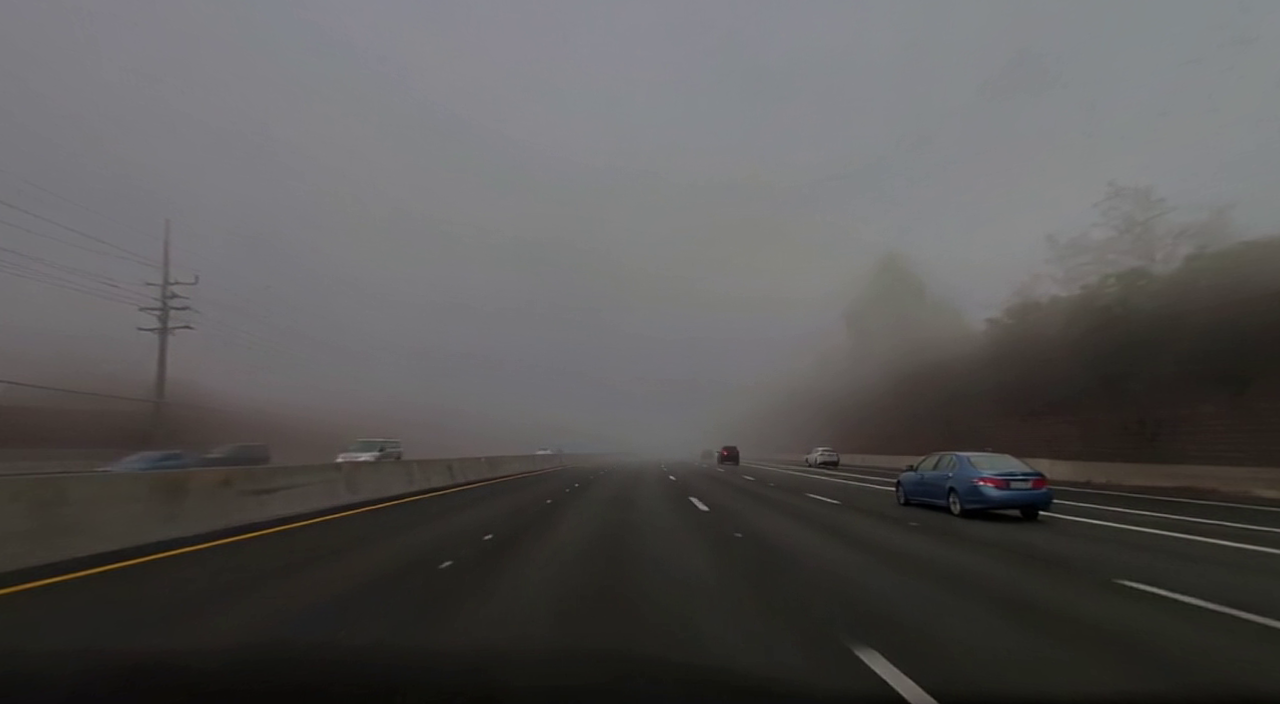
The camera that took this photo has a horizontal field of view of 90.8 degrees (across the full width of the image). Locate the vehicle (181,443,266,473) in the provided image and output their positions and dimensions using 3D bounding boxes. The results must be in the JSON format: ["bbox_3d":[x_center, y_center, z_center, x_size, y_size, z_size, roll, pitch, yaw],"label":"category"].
[{"bbox_3d":[-25.606,6.517,39.075,2.010,1.692,4.699,0,-9,1],"label":"vehicle"}]

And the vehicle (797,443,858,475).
[{"bbox_3d":[10.958,6.256,37.215,2.151,1.734,4.519,0,-9,0],"label":"vehicle"}]

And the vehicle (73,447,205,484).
[{"bbox_3d":[-21.658,4.892,27.617,1.904,1.444,4.665,0,-9,1],"label":"vehicle"}]

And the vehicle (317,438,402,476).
[{"bbox_3d":[-15.018,5.652,34.237,2.175,1.897,5.074,0,-9,1],"label":"vehicle"}]

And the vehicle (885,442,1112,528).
[{"bbox_3d":[7.169,2.674,13.374,2.047,1.479,4.593,0,-9,-1],"label":"vehicle"}]
